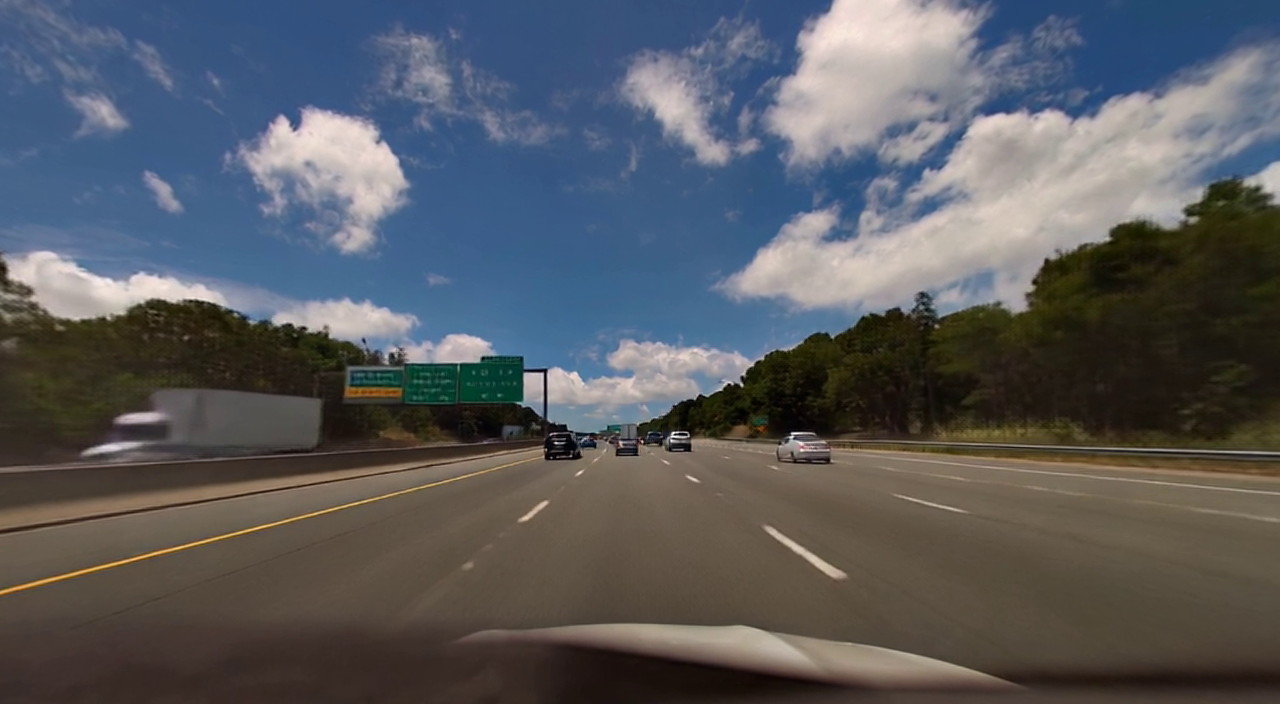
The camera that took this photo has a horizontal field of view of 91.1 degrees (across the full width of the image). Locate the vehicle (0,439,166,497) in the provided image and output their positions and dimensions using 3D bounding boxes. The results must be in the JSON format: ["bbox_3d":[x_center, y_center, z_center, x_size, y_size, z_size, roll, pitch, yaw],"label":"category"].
[{"bbox_3d":[-16.990,3.422,19.088,1.896,1.535,4.266,0,-8,-1],"label":"vehicle"}]

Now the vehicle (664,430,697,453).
[{"bbox_3d":[3.087,6.880,48.582,2.066,1.673,4.225,0,-8,-2],"label":"vehicle"}]

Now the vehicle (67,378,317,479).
[{"bbox_3d":[-21.406,3.977,32.053,2.881,3.966,14.073,0,-8,-2],"label":"vehicle"}]

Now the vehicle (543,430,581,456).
[{"bbox_3d":[-5.256,6.167,42.755,2.119,1.629,3.946,0,-8,-1],"label":"vehicle"}]
